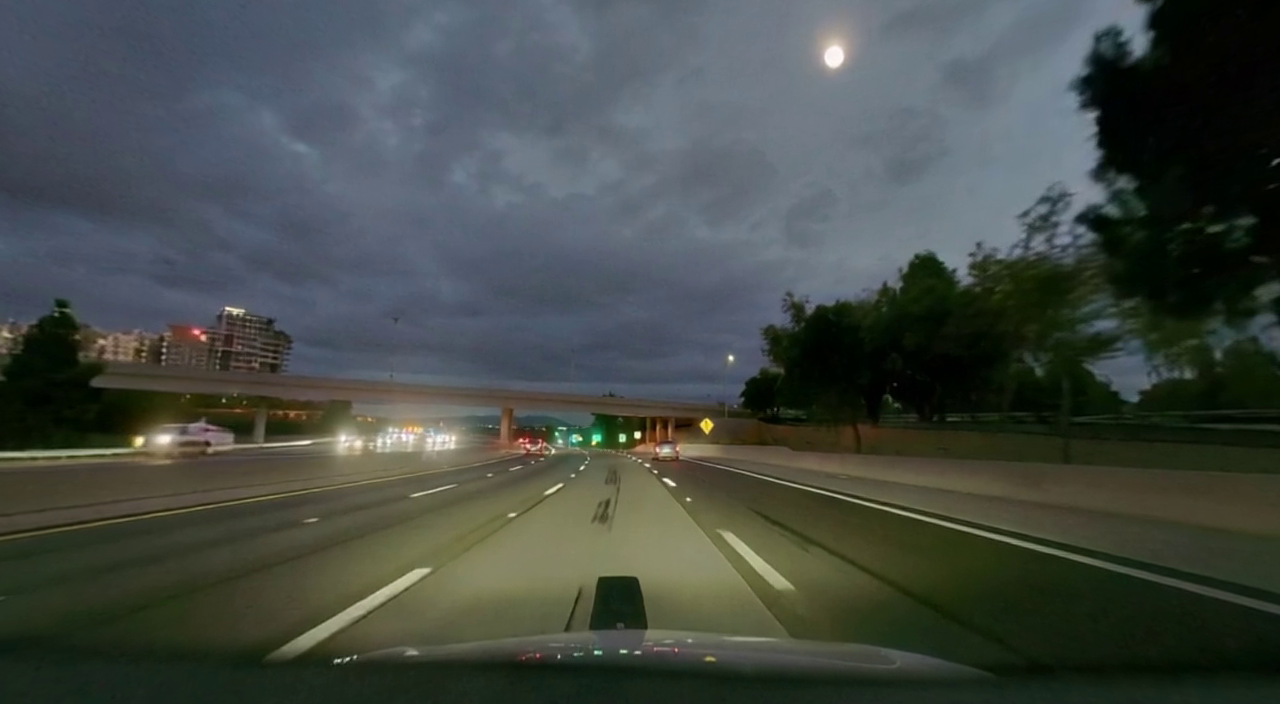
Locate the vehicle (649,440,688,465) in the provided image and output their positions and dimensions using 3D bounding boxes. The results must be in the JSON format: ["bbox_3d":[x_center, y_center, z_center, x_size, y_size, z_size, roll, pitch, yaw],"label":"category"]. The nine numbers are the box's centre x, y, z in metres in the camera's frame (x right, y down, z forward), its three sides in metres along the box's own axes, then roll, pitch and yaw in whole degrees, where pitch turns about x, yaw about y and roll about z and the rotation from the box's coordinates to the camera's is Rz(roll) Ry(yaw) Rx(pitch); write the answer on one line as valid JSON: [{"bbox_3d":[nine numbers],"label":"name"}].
[{"bbox_3d":[1.841,6.726,42.432,2.059,1.509,4.670,0,-8,-4],"label":"vehicle"}]
